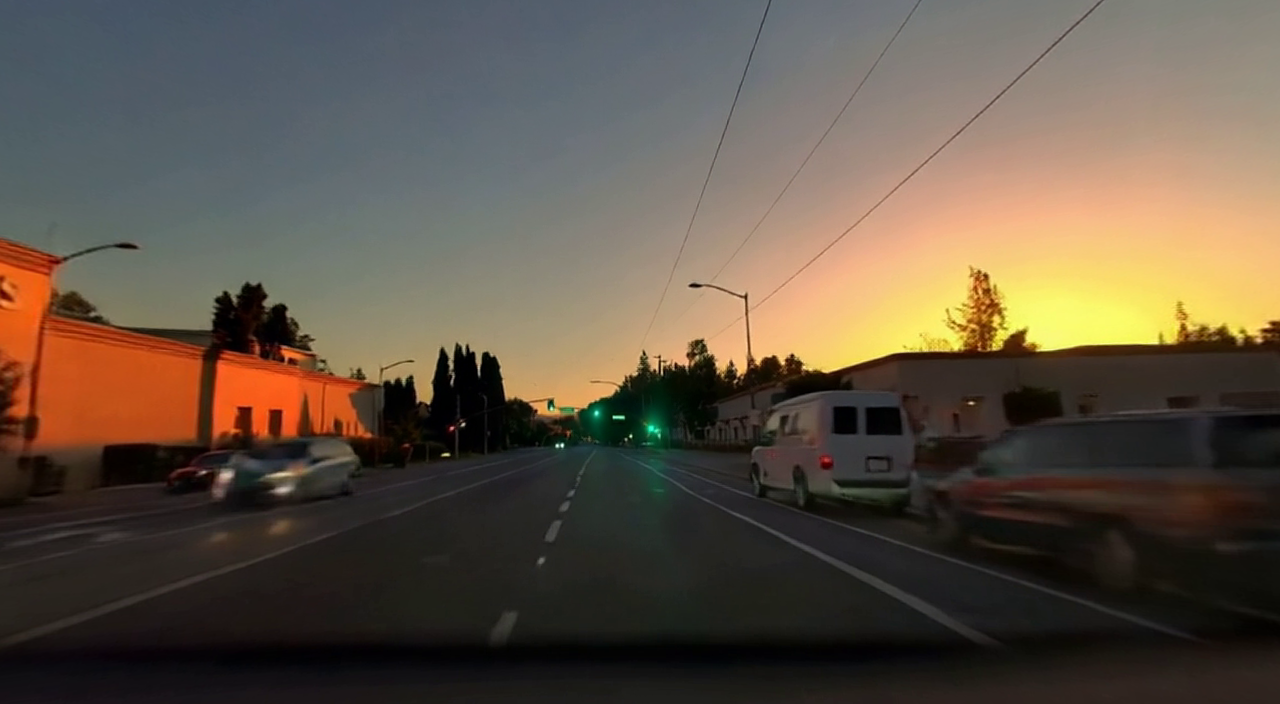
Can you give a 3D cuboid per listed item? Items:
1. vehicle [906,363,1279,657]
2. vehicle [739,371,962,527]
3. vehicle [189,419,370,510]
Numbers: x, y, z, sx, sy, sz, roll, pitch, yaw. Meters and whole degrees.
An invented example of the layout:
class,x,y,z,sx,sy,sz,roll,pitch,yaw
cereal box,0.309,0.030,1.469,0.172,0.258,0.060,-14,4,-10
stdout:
class,x,y,z,sx,sy,sz,roll,pitch,yaw
vehicle,5.212,1.451,6.918,2.002,2.010,5.145,1,-8,-4
vehicle,4.496,2.192,15.057,2.739,2.866,6.142,-1,-7,-4
vehicle,-9.188,2.889,16.703,2.235,2.023,4.923,1,-8,-6
